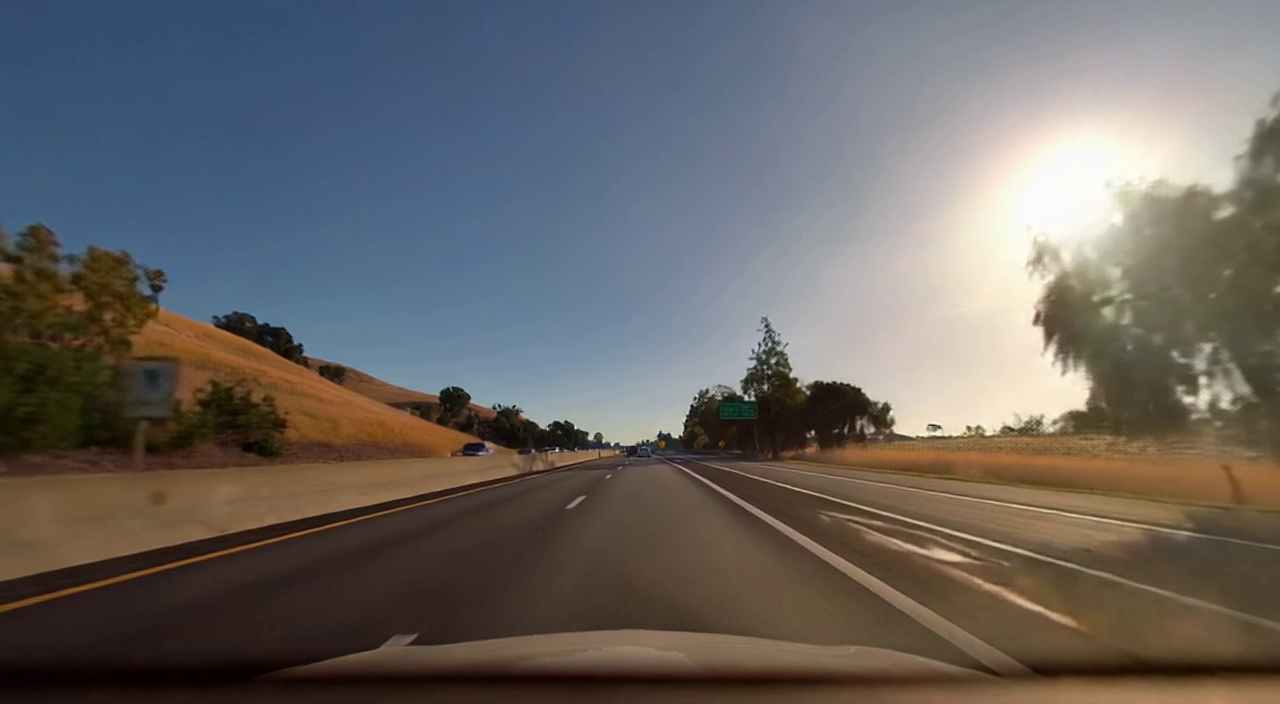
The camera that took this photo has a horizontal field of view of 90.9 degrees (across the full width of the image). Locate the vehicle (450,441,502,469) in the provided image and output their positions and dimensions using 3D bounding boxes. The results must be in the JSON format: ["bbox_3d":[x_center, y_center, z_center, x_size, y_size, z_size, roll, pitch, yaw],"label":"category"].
[{"bbox_3d":[-11.866,7.480,46.047,2.197,1.891,5.624,0,-9,1],"label":"vehicle"}]
